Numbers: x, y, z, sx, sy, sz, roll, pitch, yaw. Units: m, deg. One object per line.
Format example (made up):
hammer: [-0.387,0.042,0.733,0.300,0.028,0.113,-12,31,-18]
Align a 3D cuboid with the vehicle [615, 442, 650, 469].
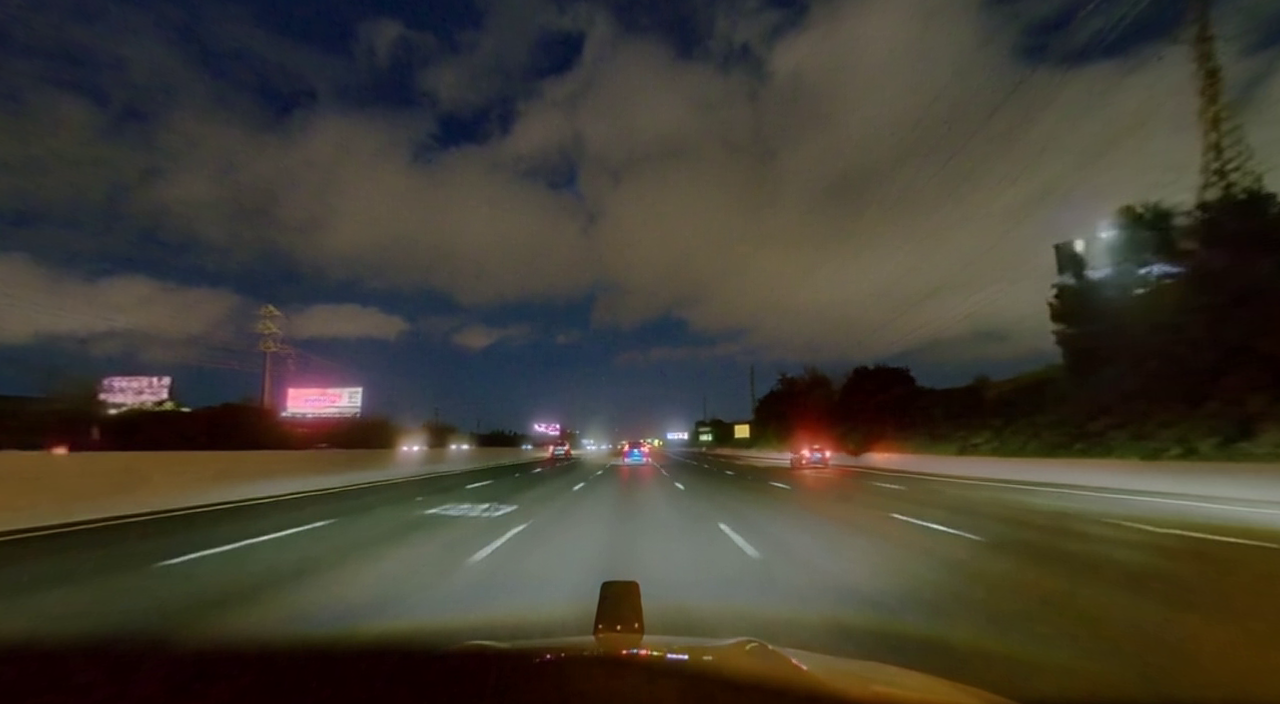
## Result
vehicle: [-0.503,6.435,39.545,2.074,1.574,3.971,0,-8,-1]
